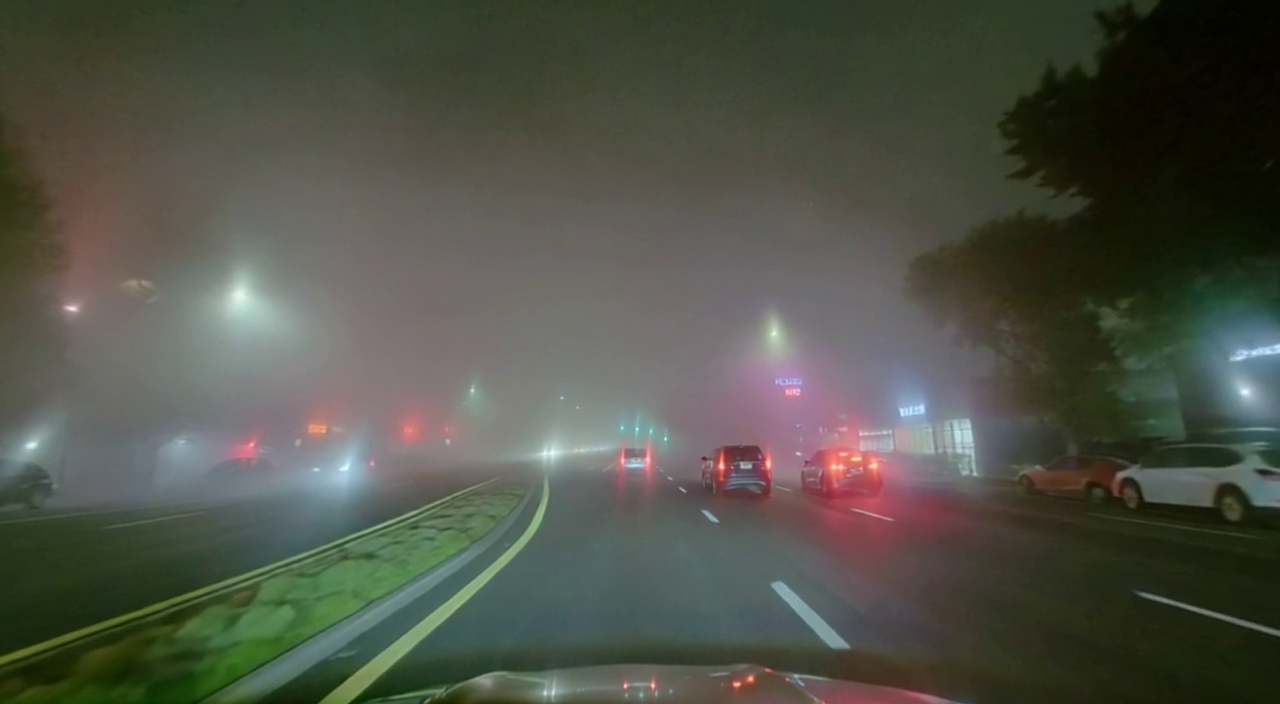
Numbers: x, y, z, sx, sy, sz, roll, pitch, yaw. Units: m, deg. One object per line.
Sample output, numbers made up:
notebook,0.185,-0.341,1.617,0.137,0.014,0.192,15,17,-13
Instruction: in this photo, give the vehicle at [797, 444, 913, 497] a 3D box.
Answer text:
vehicle,6.526,3.617,19.817,1.952,1.449,4.544,0,-9,-1

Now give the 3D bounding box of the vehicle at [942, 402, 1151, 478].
vehicle,17.535,3.856,27.640,7.127,3.093,2.760,0,-8,0

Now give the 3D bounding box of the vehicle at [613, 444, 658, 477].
vehicle,-0.225,5.215,30.580,2.052,1.461,4.324,0,-9,0

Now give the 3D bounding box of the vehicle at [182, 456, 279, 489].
vehicle,-20.362,5.979,31.691,1.925,1.454,4.529,0,-9,-2

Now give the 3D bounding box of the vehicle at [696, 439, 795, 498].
vehicle,2.993,3.415,18.999,2.072,1.545,4.578,0,-9,-2

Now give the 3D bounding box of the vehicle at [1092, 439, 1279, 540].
vehicle,10.418,2.216,10.589,2.030,1.479,4.624,0,-9,-4

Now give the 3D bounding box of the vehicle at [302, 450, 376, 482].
vehicle,-15.198,5.765,32.116,1.878,1.481,3.663,-1,-9,2
